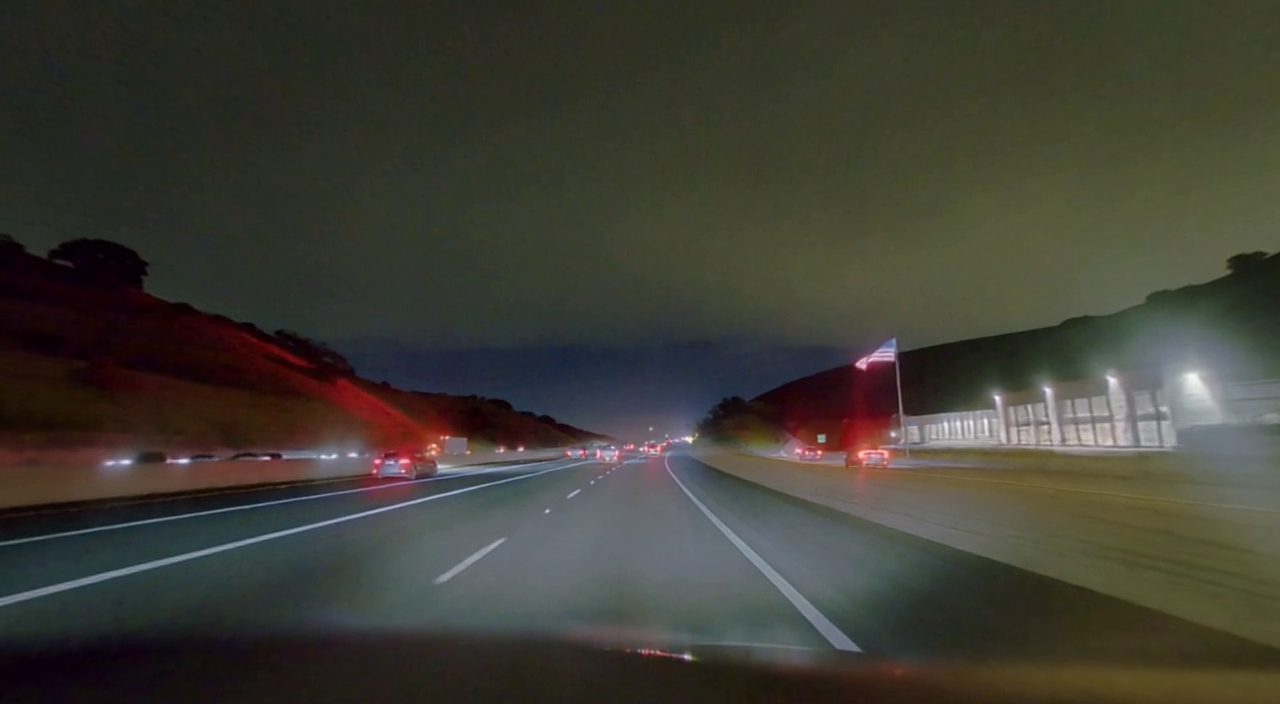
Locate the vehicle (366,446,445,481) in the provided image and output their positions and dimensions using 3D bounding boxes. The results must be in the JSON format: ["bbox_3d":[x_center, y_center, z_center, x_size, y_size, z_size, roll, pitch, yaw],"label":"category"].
[{"bbox_3d":[-10.943,5.211,29.819,1.927,1.454,4.395,-1,-8,2],"label":"vehicle"}]
